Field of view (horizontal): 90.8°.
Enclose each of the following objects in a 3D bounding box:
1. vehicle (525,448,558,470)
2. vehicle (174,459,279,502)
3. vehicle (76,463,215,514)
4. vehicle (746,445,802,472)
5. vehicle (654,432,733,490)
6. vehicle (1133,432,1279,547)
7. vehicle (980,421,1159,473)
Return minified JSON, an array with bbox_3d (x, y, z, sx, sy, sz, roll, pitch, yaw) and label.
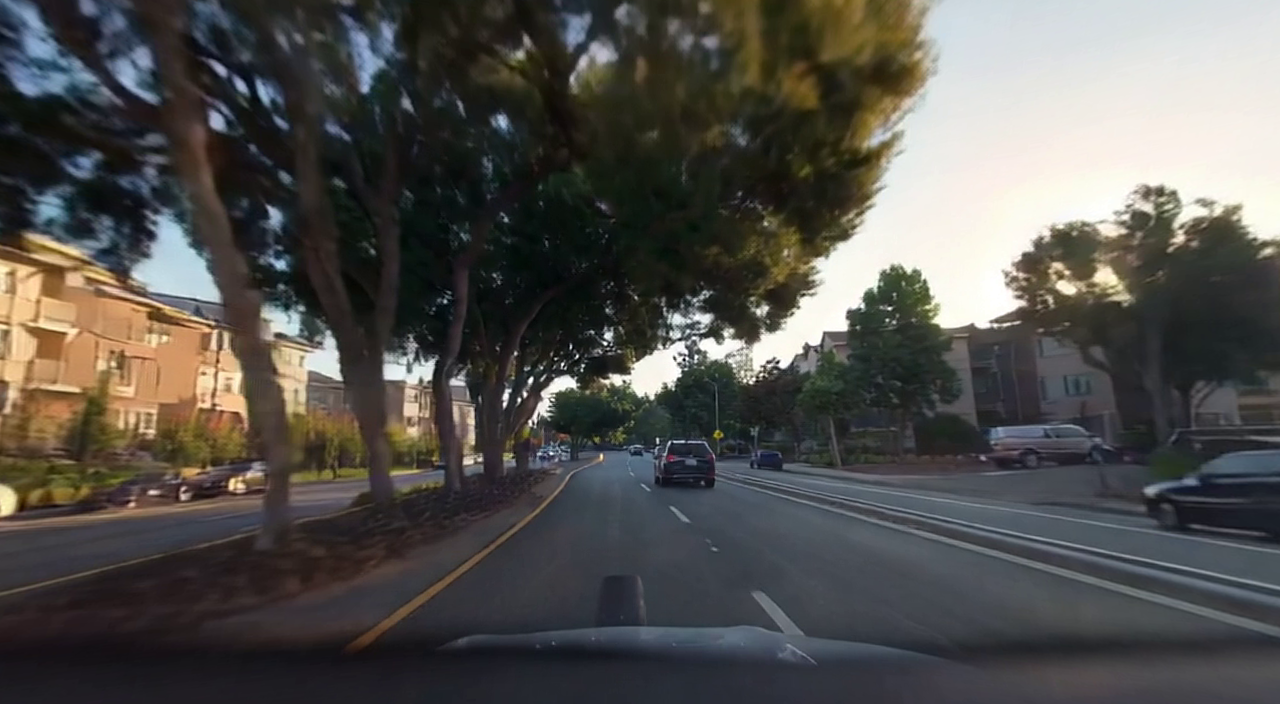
[{"bbox_3d":[-7.142,7.766,46.172,1.958,1.501,4.294,0,-9,-2],"label":"vehicle"},{"bbox_3d":[-18.932,5.868,29.225,1.937,1.612,4.515,-1,-7,-2],"label":"vehicle"},{"bbox_3d":[-18.729,5.147,24.259,1.999,1.462,4.516,-1,-8,-5],"label":"vehicle"},{"bbox_3d":[7.720,6.167,36.795,1.996,1.474,4.771,0,-9,-3],"label":"vehicle"},{"bbox_3d":[1.721,3.707,21.871,2.085,1.763,4.490,0,-9,-3],"label":"vehicle"},{"bbox_3d":[9.278,1.807,8.331,1.858,1.489,4.556,0,-8,0],"label":"vehicle"},{"bbox_3d":[15.777,3.545,23.535,5.007,1.793,2.031,-2,-9,11],"label":"vehicle"}]
